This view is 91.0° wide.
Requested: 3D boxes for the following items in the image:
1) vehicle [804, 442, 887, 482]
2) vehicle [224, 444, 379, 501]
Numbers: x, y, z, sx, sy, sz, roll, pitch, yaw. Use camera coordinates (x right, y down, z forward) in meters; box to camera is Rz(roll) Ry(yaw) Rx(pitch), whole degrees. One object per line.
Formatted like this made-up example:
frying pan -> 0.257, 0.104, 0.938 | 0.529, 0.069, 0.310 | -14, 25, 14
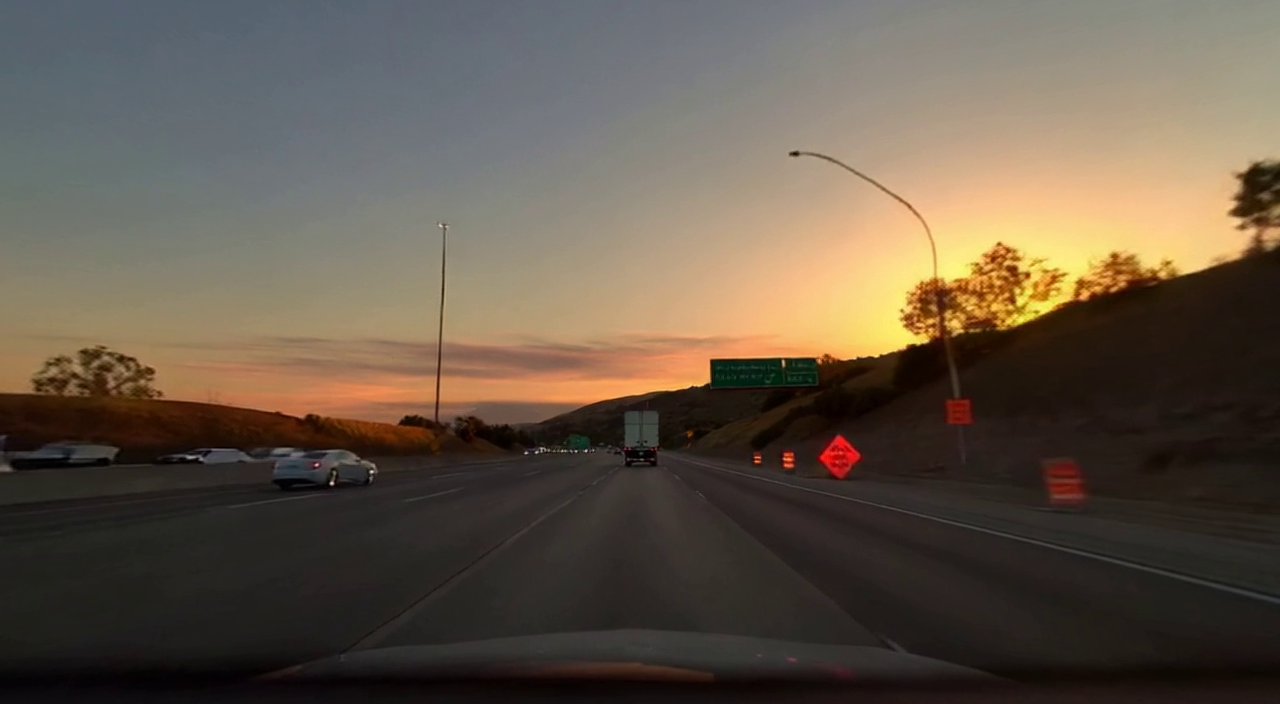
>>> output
vehicle -> 9.621, 5.196, 30.030 | 2.065, 1.698, 4.882 | 0, -9, -3
vehicle -> -10.390, 3.713, 19.913 | 2.096, 1.538, 4.998 | 0, -9, 0
